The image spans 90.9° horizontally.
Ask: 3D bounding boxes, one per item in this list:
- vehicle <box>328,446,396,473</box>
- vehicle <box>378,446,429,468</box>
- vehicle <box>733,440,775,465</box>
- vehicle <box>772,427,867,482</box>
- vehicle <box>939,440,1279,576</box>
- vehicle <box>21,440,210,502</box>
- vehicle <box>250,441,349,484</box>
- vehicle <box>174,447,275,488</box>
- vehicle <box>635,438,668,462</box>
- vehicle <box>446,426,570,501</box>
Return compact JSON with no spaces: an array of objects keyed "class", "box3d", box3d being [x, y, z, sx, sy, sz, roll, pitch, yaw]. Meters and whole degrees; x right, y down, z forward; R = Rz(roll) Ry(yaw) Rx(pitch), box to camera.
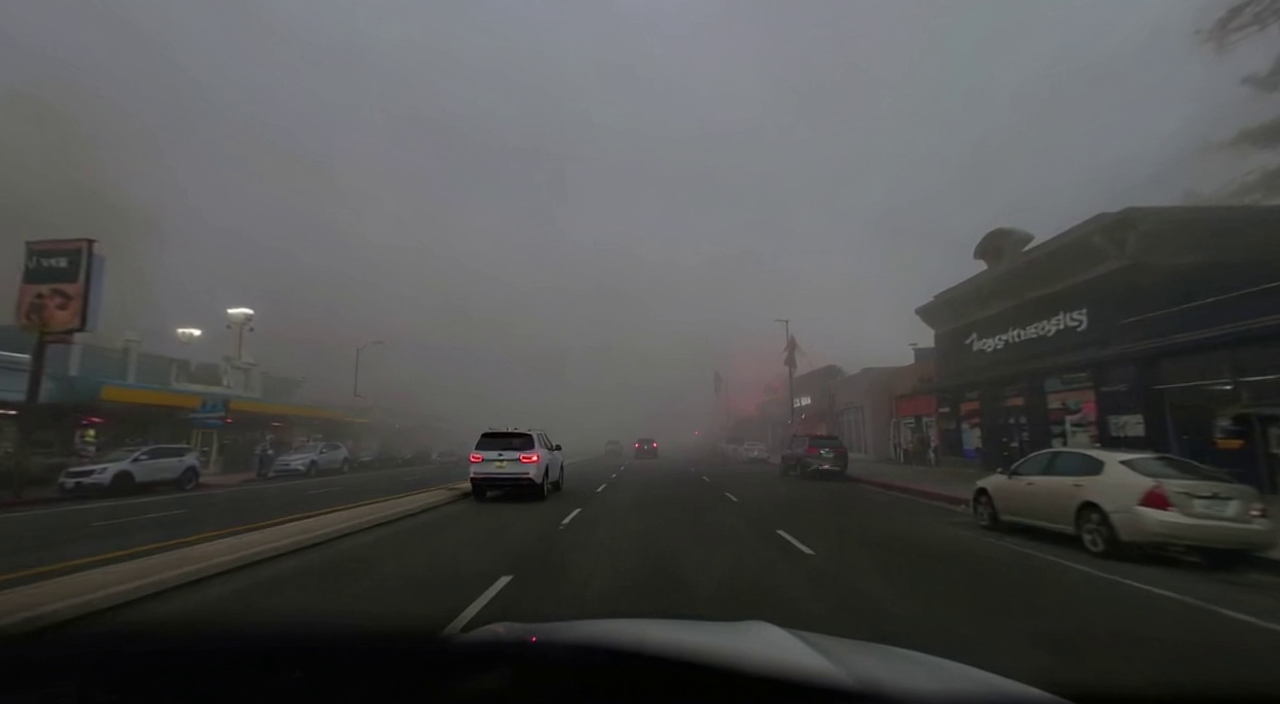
[{"class":"vehicle","box3d":[-16.850,6.525,38.494,1.984,1.494,4.815,0,-8,0]},{"class":"vehicle","box3d":[-16.756,7.455,44.931,1.788,1.475,4.737,0,-8,0]},{"class":"vehicle","box3d":[7.251,6.461,40.561,1.871,1.478,4.272,0,-8,0]},{"class":"vehicle","box3d":[6.633,3.874,24.009,2.098,1.845,5.117,0,-8,0]},{"class":"vehicle","box3d":[6.475,2.010,9.096,1.982,1.428,4.726,0,-8,0]},{"class":"vehicle","box3d":[-17.046,3.852,20.931,2.150,1.802,4.772,0,-8,-1]},{"class":"vehicle","box3d":[-16.870,5.449,31.586,2.293,1.736,4.871,-2,-6,0]},{"class":"vehicle","box3d":[-17.164,4.749,26.224,1.816,1.564,3.442,0,-8,0]},{"class":"vehicle","box3d":[0.711,6.302,40.618,2.037,1.484,4.073,0,-8,0]},{"class":"vehicle","box3d":[-3.179,2.798,16.227,2.049,1.646,4.445,-1,-8,2]}]
